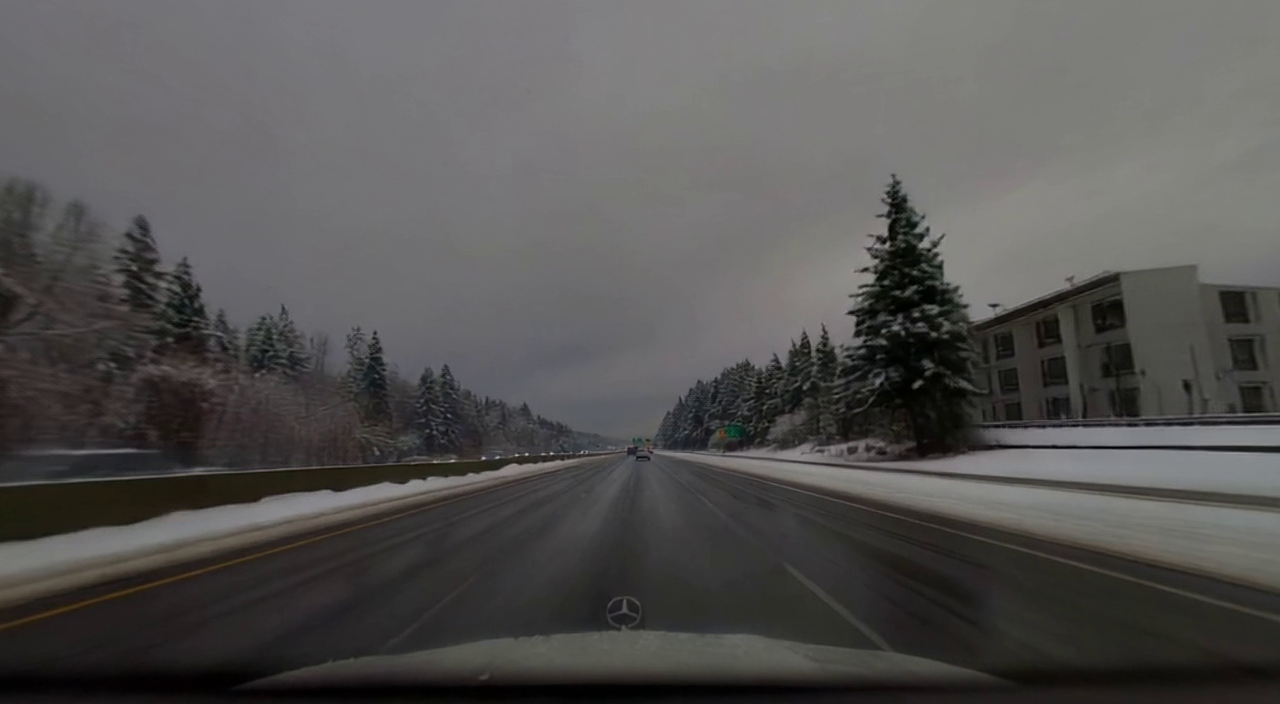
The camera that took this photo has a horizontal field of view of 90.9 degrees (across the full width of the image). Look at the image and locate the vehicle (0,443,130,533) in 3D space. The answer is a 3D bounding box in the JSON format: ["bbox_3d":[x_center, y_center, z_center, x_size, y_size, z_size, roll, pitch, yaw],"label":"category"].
[{"bbox_3d":[-11.439,2.261,10.522,1.974,1.445,4.605,0,-9,0],"label":"vehicle"}]

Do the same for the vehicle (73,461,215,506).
[{"bbox_3d":[-20.032,5.284,25.774,1.855,1.575,4.800,0,-9,0],"label":"vehicle"}]

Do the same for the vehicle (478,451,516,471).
[{"bbox_3d":[-11.039,8.386,48.751,1.902,1.426,4.345,0,-9,0],"label":"vehicle"}]

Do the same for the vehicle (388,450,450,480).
[{"bbox_3d":[-11.937,6.137,34.382,1.863,1.492,4.026,0,-9,1],"label":"vehicle"}]
